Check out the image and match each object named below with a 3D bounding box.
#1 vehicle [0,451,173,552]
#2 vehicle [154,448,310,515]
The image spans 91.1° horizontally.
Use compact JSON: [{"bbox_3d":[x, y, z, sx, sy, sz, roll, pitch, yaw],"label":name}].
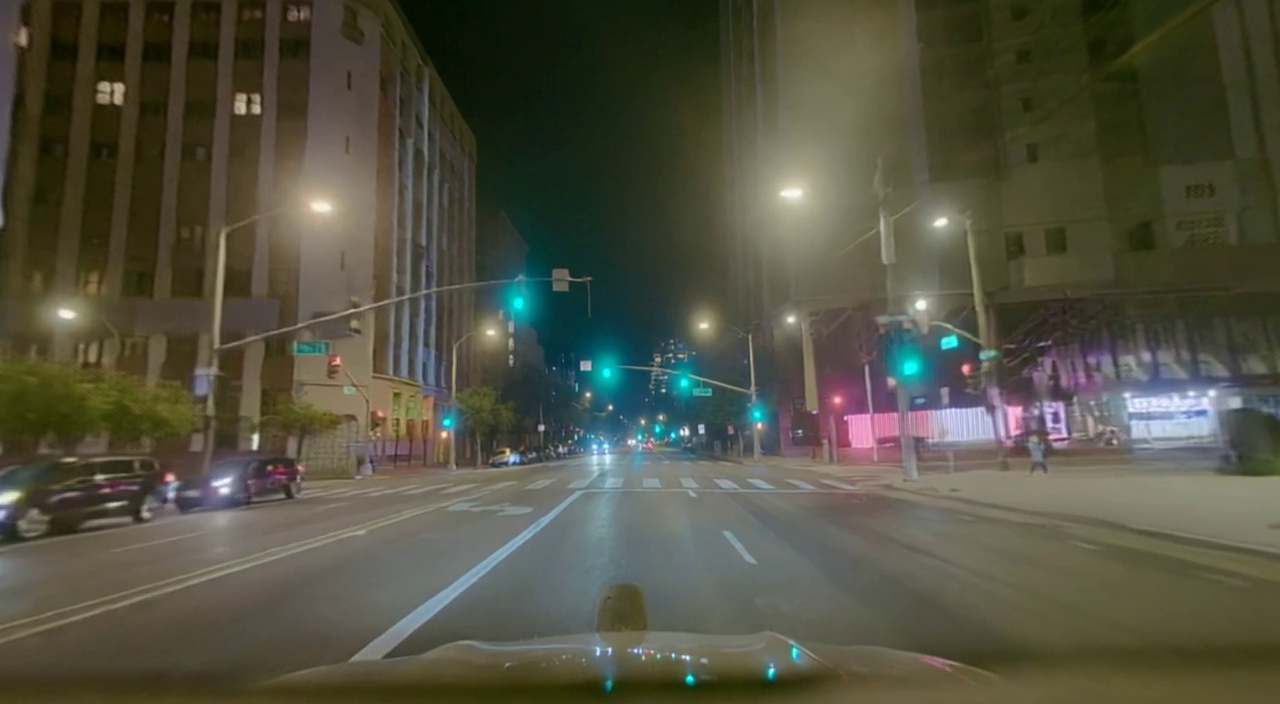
[{"bbox_3d":[-12.120,2.867,12.529,1.898,1.724,4.445,-1,-8,5],"label":"vehicle"},{"bbox_3d":[-12.100,3.805,19.014,1.956,1.624,4.186,-3,-8,0],"label":"vehicle"}]
